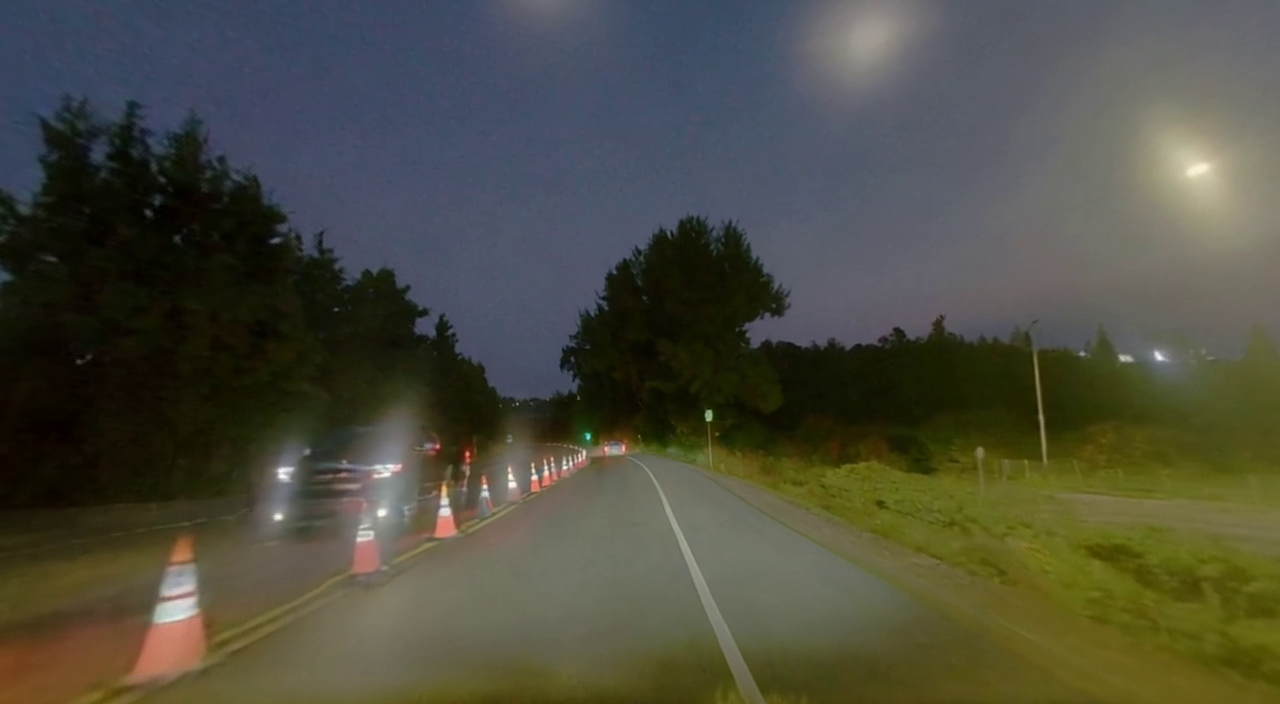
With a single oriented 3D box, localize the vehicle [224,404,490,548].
[{"bbox_3d":[-4.522,2.080,11.425,2.128,1.944,5.555,0,-8,1],"label":"vehicle"}]
